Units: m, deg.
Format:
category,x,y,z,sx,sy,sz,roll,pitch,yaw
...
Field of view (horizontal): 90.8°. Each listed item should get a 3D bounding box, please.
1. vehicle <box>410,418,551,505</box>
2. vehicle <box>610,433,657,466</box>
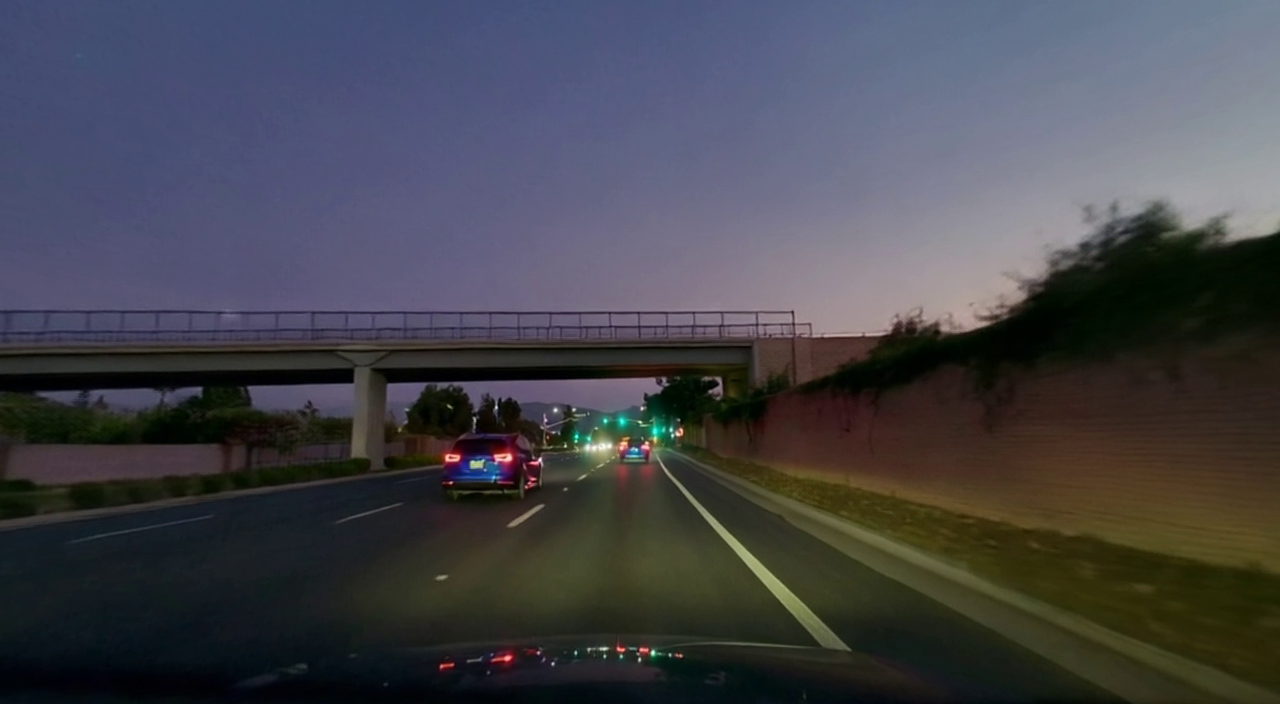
category,x,y,z,sx,sy,sz,roll,pitch,yaw
vehicle,-3.671,2.625,15.596,2.223,1.771,4.581,-1,-8,1
vehicle,-0.311,4.815,31.443,2.205,1.509,4.272,0,-8,0
